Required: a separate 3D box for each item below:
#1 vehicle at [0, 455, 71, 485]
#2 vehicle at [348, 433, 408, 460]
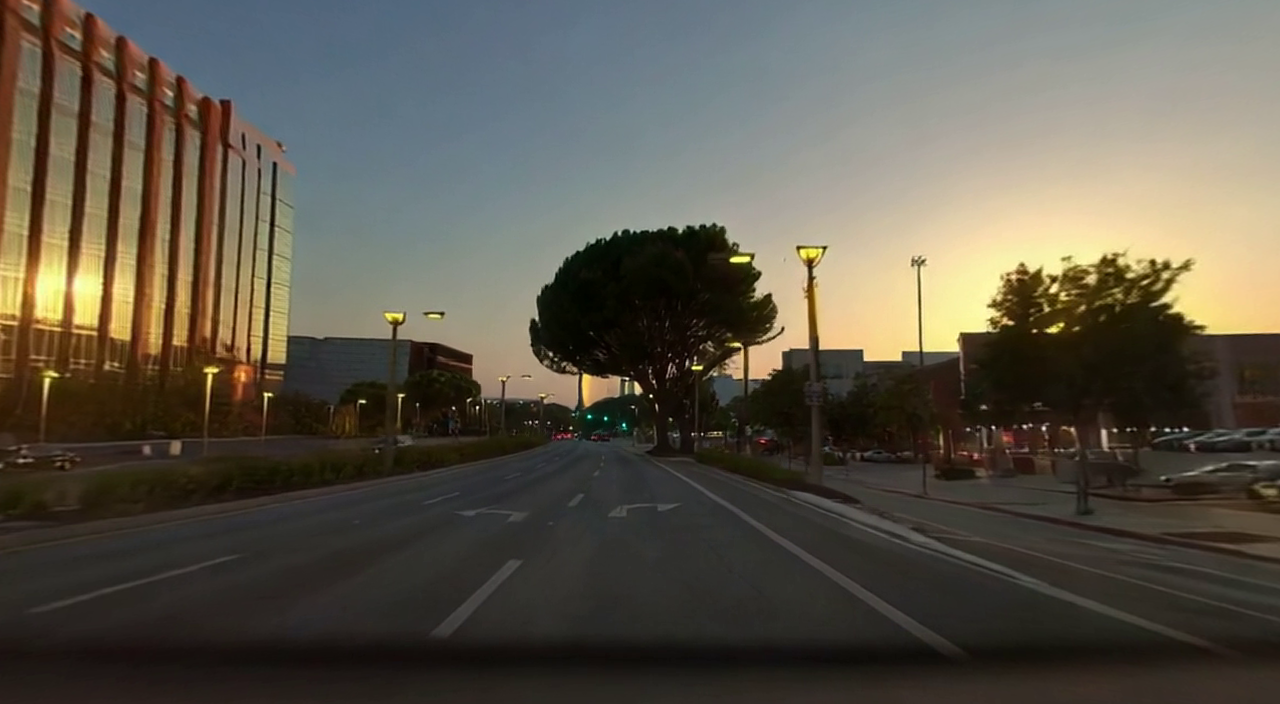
[{"bbox_3d":[-32.659,6.196,33.318,1.794,1.427,3.715,0,-8,0],"label":"vehicle"},{"bbox_3d":[-18.621,6.756,45.130,2.066,1.791,4.878,0,-8,1],"label":"vehicle"}]
